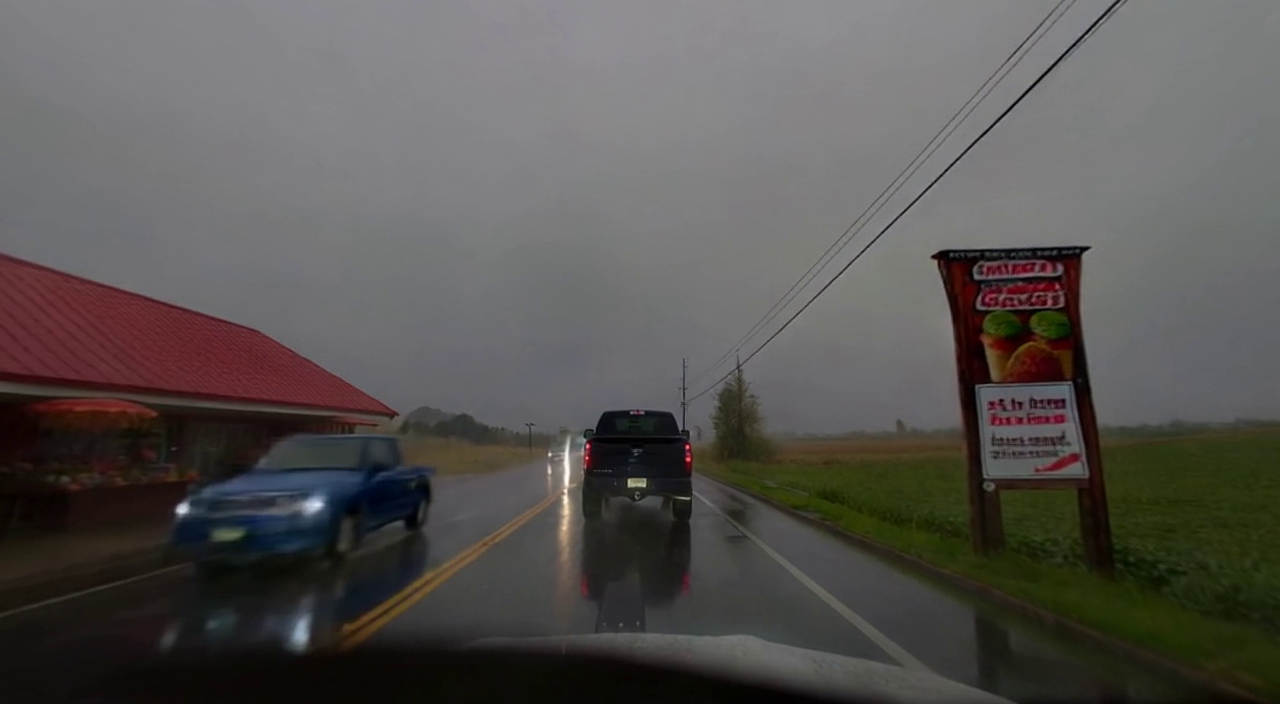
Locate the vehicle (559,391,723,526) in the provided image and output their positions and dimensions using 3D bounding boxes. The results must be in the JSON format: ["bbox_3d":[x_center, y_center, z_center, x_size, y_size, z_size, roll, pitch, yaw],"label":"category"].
[{"bbox_3d":[-0.075,2.188,13.476,2.693,2.223,5.885,0,-8,-2],"label":"vehicle"}]

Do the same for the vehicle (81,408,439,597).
[{"bbox_3d":[-4.324,1.756,8.260,2.081,1.681,4.325,-3,-8,-1],"label":"vehicle"}]
